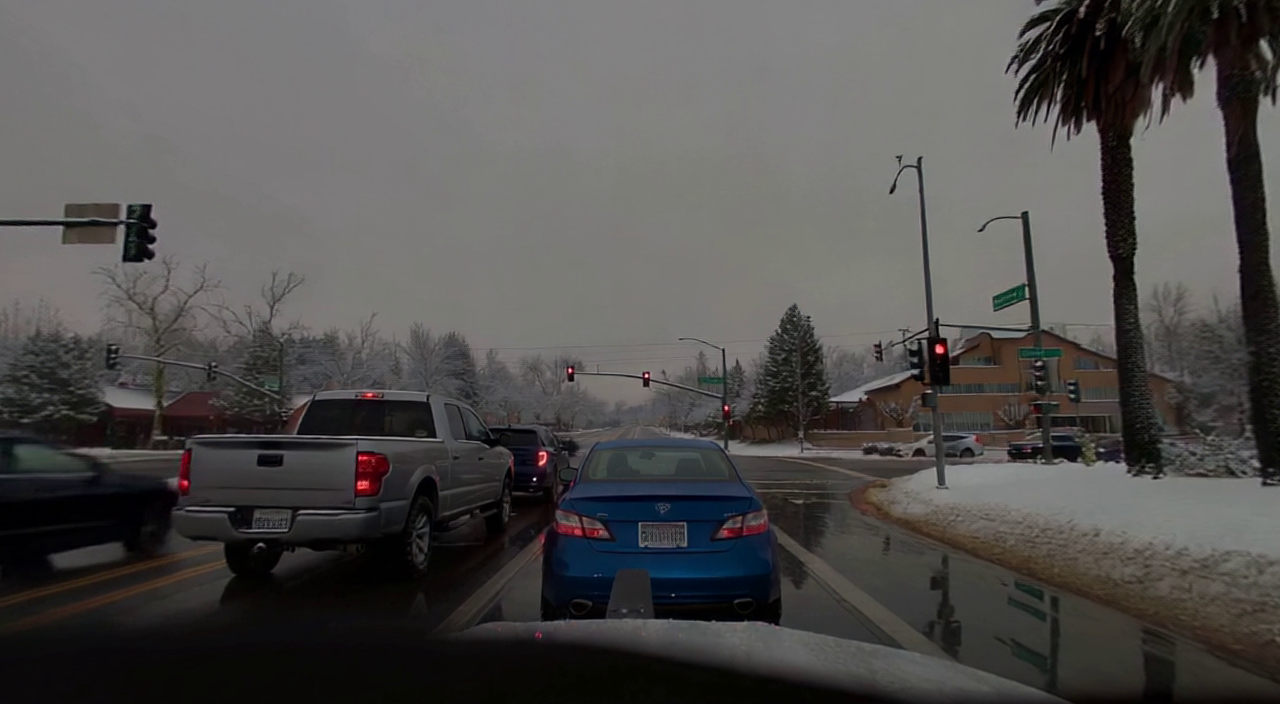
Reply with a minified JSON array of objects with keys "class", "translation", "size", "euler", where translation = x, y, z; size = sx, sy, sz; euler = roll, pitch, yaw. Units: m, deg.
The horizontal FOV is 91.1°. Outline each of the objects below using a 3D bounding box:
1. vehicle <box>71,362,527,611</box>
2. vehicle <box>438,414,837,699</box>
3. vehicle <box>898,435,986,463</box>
[{"class":"vehicle","translation":[-3.246,1.475,7.895],"size":[2.330,1.969,5.626],"euler":[-1,-8,3]},{"class":"vehicle","translation":[0.017,1.400,5.501],"size":[2.122,1.501,4.152],"euler":[0,-8,1]},{"class":"vehicle","translation":[18.823,6.082,39.293],"size":[4.466,1.717,1.963],"euler":[0,-8,2]}]
